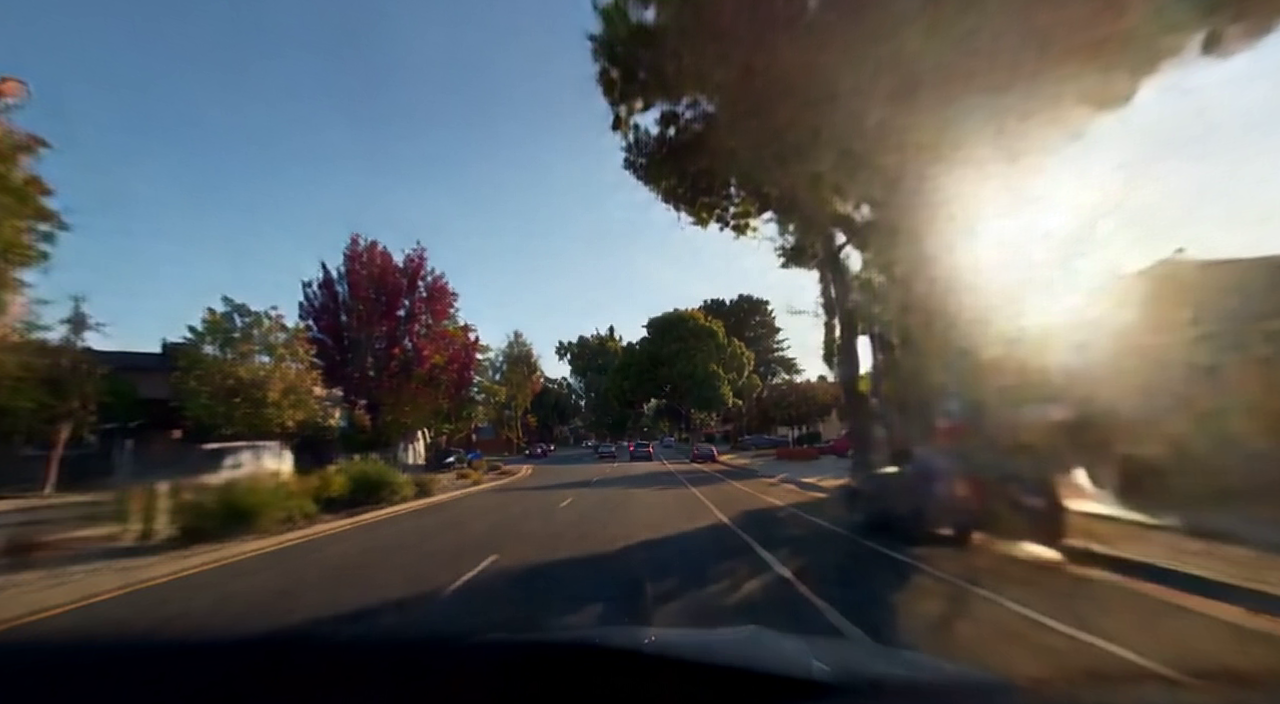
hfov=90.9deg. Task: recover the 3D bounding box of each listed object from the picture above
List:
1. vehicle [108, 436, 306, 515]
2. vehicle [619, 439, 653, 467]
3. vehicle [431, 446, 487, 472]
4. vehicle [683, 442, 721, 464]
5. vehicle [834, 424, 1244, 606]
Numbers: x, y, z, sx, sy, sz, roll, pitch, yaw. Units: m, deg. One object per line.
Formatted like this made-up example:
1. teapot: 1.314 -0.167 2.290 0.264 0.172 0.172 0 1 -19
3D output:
1. vehicle: -11.073 3.151 16.667 2.007 1.689 4.541 -2 -8 0
2. vehicle: -0.252 6.275 39.357 2.024 1.655 4.301 0 -8 0
3. vehicle: -11.338 6.709 39.776 2.003 1.457 4.762 -1 -8 1
4. vehicle: 4.380 7.206 45.333 2.080 1.469 4.898 0 -8 -1
5. vehicle: 4.066 1.712 7.595 2.045 1.517 4.394 0 -8 0
